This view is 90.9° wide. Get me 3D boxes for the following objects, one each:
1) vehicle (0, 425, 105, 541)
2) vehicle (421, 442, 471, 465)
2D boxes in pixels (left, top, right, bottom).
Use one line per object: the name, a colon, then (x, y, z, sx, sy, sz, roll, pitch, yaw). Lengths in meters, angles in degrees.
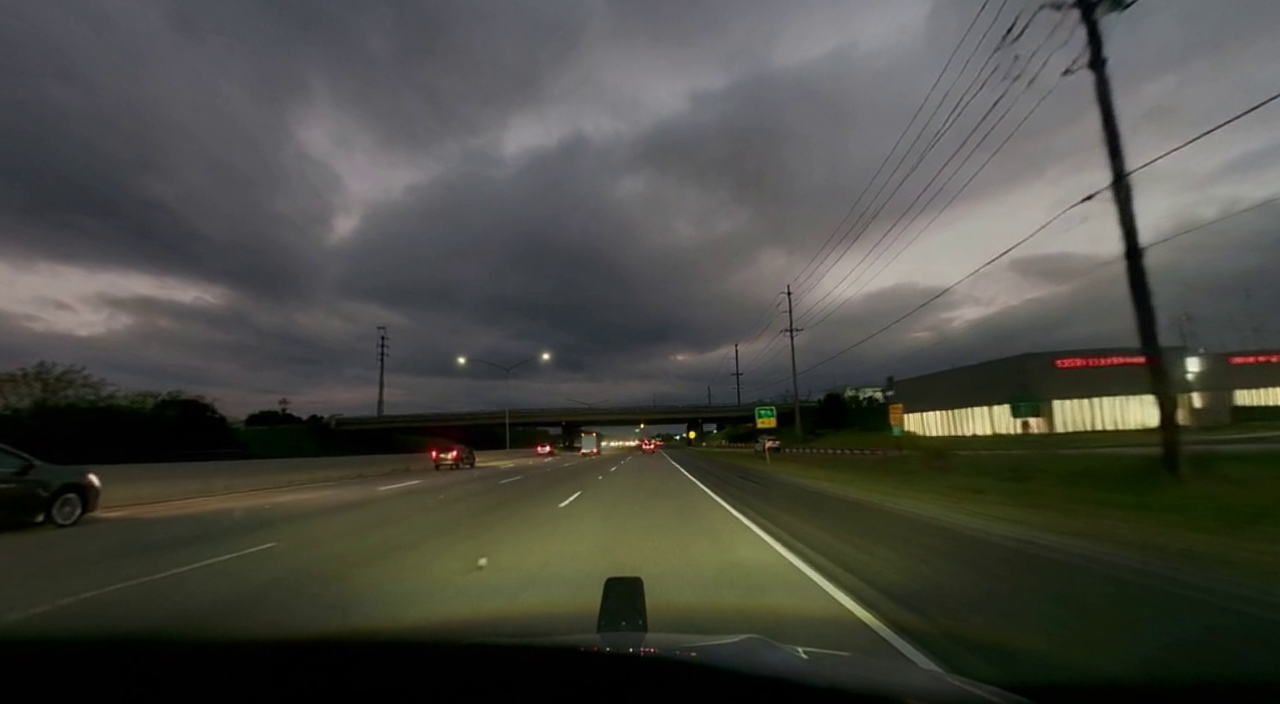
vehicle: (-10.312, 1.801, 8.502, 2.122, 1.655, 4.533, 0, -8, 1)
vehicle: (-13.527, 7.093, 44.210, 1.988, 1.477, 4.442, 0, -8, 1)
